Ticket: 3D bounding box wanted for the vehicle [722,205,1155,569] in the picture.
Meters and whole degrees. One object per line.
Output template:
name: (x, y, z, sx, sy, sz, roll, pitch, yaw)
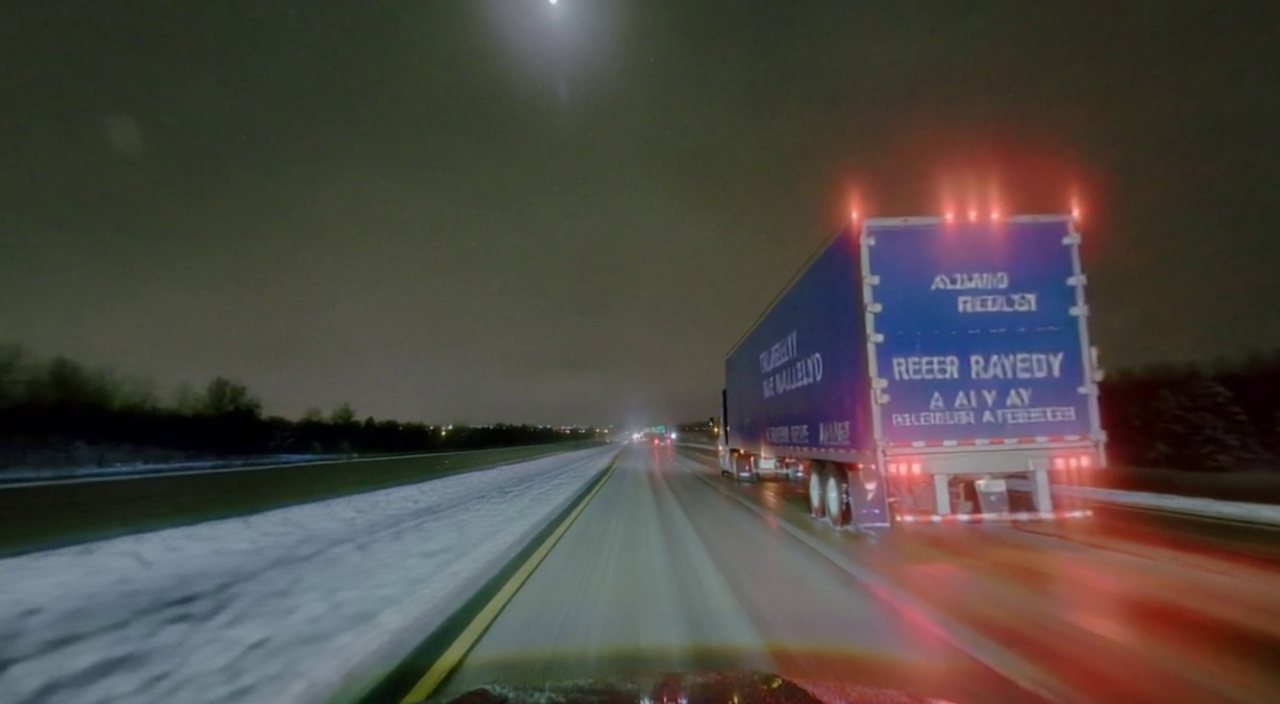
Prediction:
vehicle: (4.159, 1.340, 14.074, 3.006, 4.093, 14.142, 0, -8, 1)
